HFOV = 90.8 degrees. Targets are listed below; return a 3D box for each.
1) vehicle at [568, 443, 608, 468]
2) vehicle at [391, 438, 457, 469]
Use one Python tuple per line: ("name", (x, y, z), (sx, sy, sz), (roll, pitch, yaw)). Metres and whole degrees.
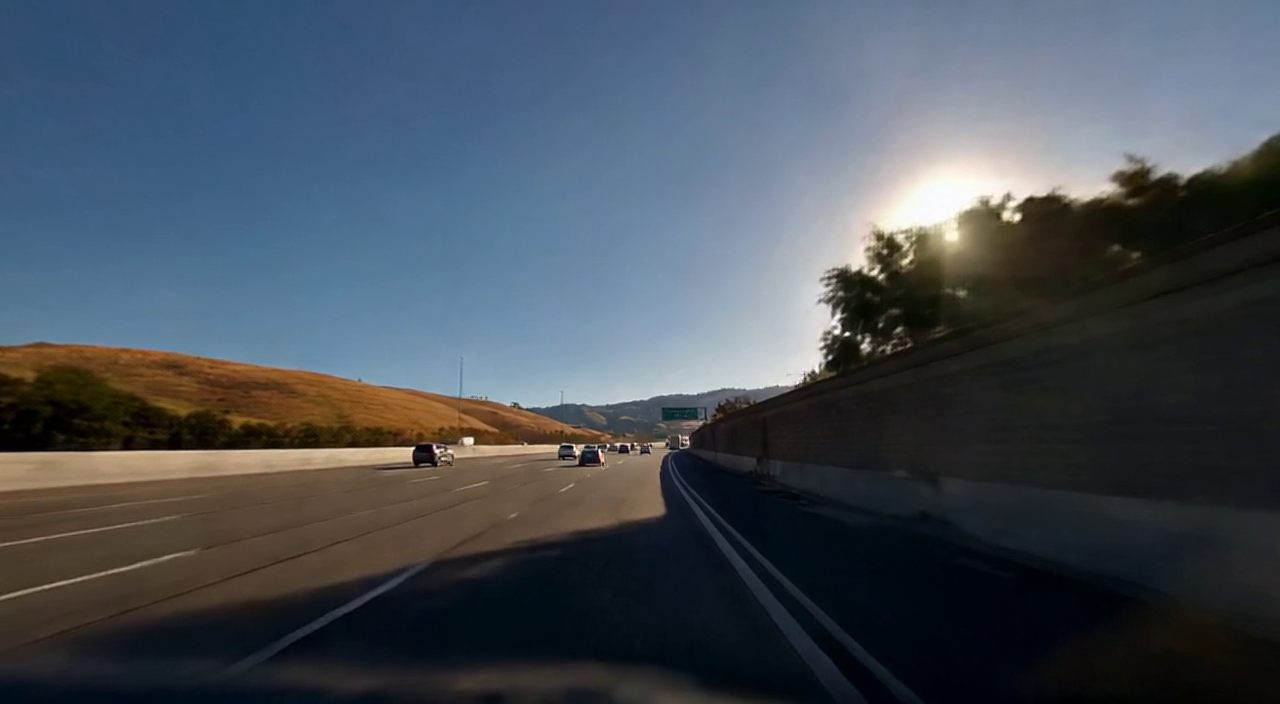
("vehicle", (-3.190, 6.452, 39.516), (1.931, 1.492, 4.076), (-1, -8, 3))
("vehicle", (-12.914, 6.099, 38.154), (2.076, 1.766, 4.831), (-1, -8, 2))
